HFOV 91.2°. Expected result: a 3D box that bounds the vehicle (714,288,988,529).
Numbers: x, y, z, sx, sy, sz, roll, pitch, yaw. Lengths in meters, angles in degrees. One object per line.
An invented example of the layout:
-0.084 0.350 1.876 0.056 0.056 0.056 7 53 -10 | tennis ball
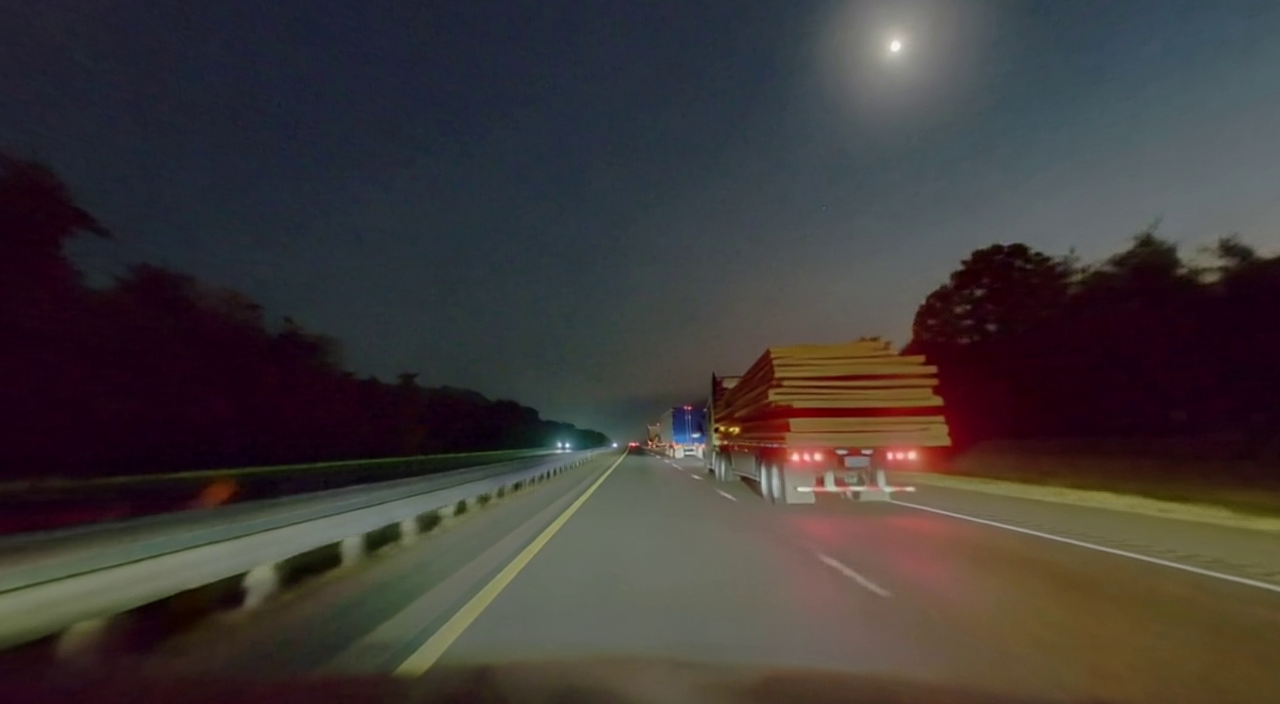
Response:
4.344 1.844 17.550 3.024 4.065 13.796 -1 -8 1 | vehicle
